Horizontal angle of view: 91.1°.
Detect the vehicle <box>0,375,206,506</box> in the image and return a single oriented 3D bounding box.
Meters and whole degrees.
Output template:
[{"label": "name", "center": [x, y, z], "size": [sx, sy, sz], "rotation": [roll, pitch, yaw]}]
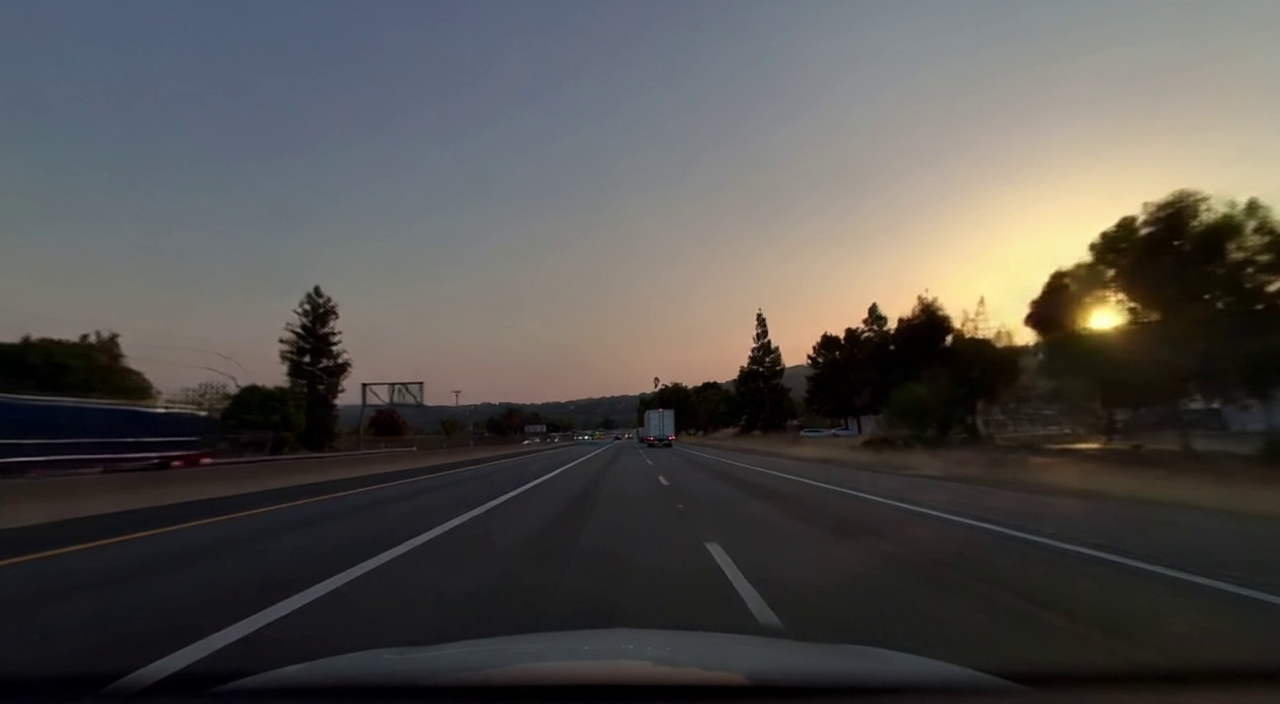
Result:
[{"label": "vehicle", "center": [-19.787, 3.094, 22.151], "size": [2.903, 3.736, 8.581], "rotation": [0, -8, -1]}]
